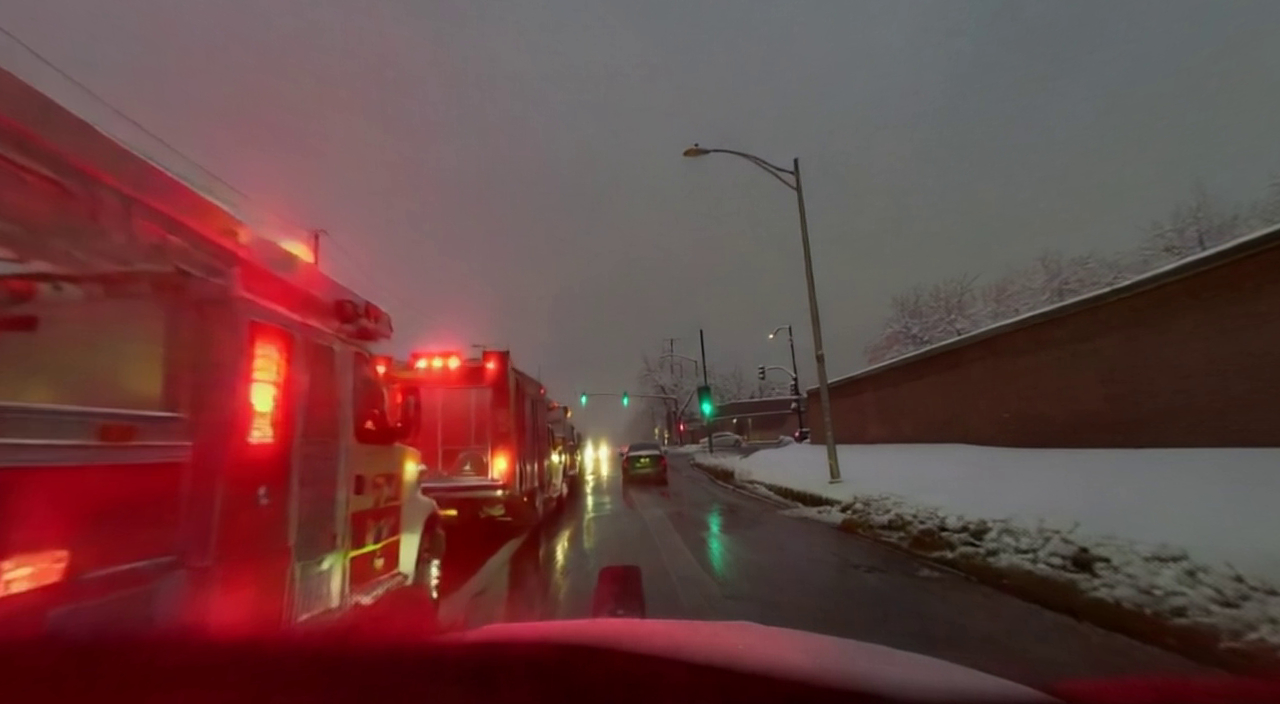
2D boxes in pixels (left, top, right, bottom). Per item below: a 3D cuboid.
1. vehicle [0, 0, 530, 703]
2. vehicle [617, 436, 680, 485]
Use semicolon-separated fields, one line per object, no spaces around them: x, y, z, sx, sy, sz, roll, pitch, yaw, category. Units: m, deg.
-3.195;0.456;3.487;3.644;3.138;9.346;0;-9;-1;vehicle
0.242;4.586;26.849;2.332;1.831;4.930;0;-9;-3;vehicle
